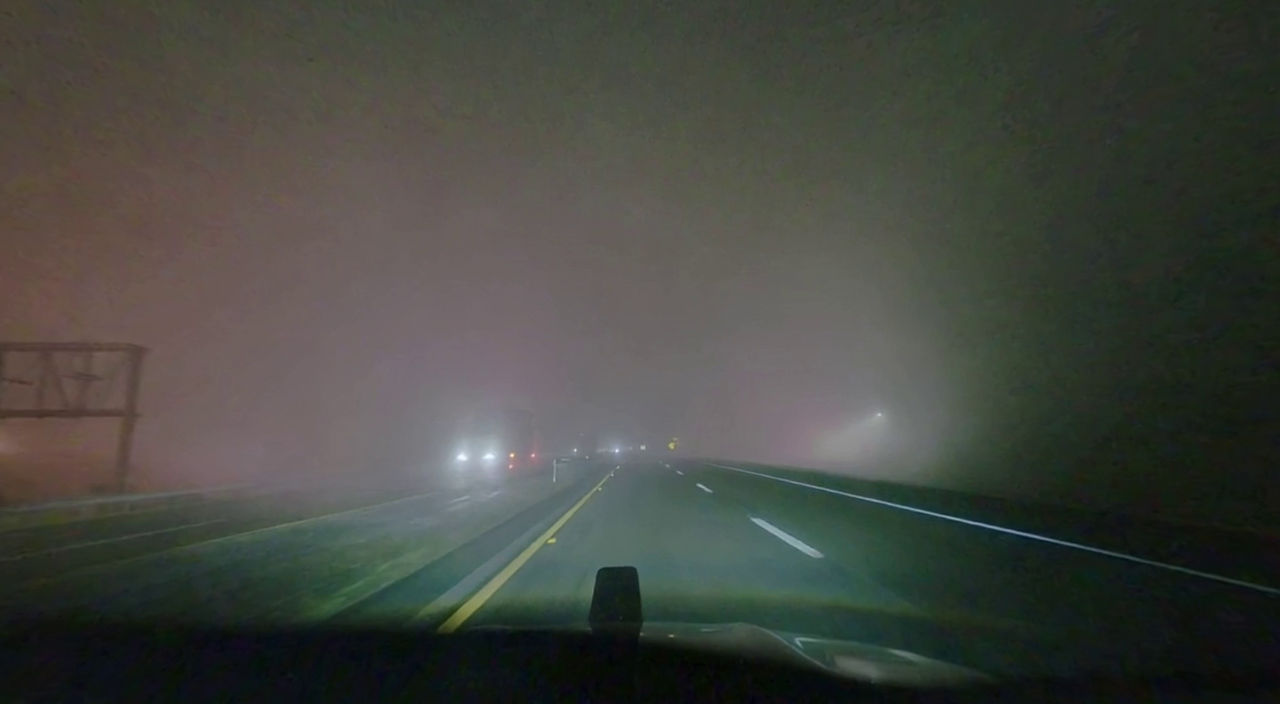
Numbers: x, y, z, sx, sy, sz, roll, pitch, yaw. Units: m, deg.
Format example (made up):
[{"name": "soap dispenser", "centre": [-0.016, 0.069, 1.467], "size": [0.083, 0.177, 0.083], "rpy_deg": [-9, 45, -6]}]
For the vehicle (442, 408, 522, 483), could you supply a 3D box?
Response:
[{"name": "vehicle", "centre": [-8.776, 5.331, 35.667], "size": [3.025, 3.871, 5.988], "rpy_deg": [0, -9, -1]}]
